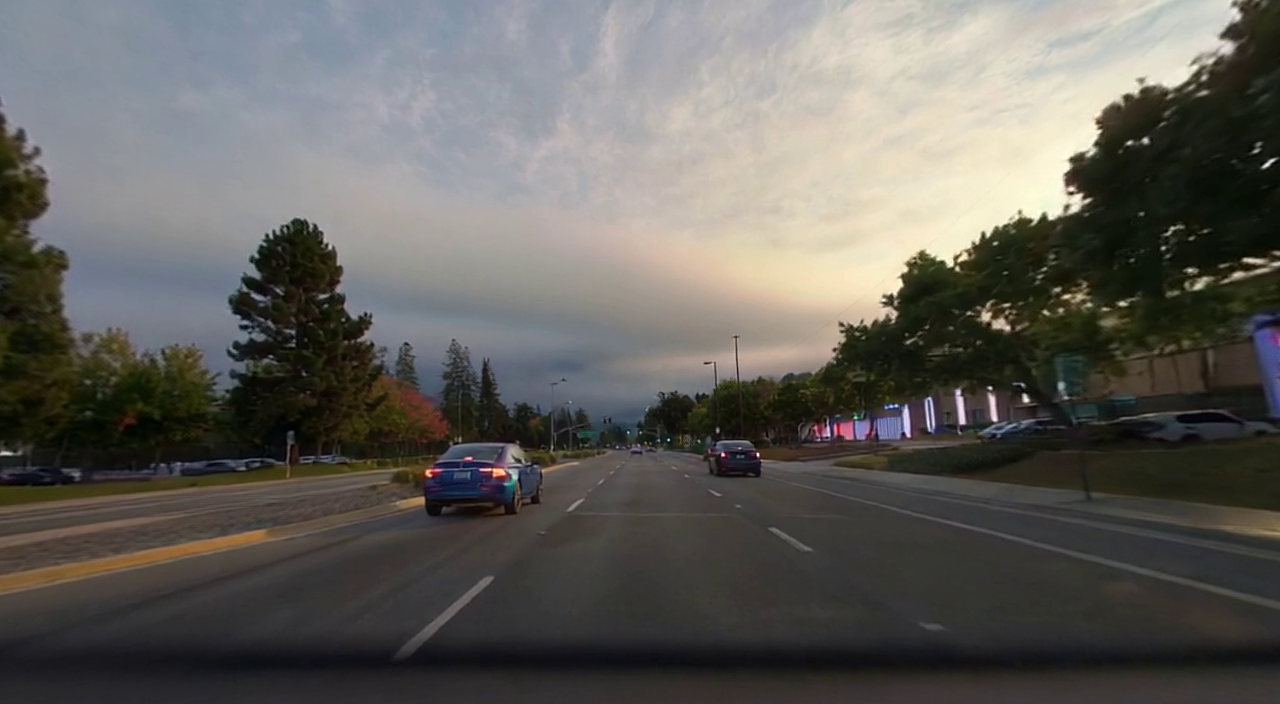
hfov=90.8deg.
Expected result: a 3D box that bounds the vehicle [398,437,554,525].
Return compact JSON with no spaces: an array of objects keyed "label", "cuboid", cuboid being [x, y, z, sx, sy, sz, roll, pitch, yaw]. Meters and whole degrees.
[{"label":"vehicle","cuboid":[-3.120,2.543,13.062,2.017,1.470,4.293,0,-8,1]}]

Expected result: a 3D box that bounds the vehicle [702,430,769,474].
[{"label":"vehicle","cuboid":[4.699,5.053,32.039,2.476,2.016,5.586,0,-8,0]}]
